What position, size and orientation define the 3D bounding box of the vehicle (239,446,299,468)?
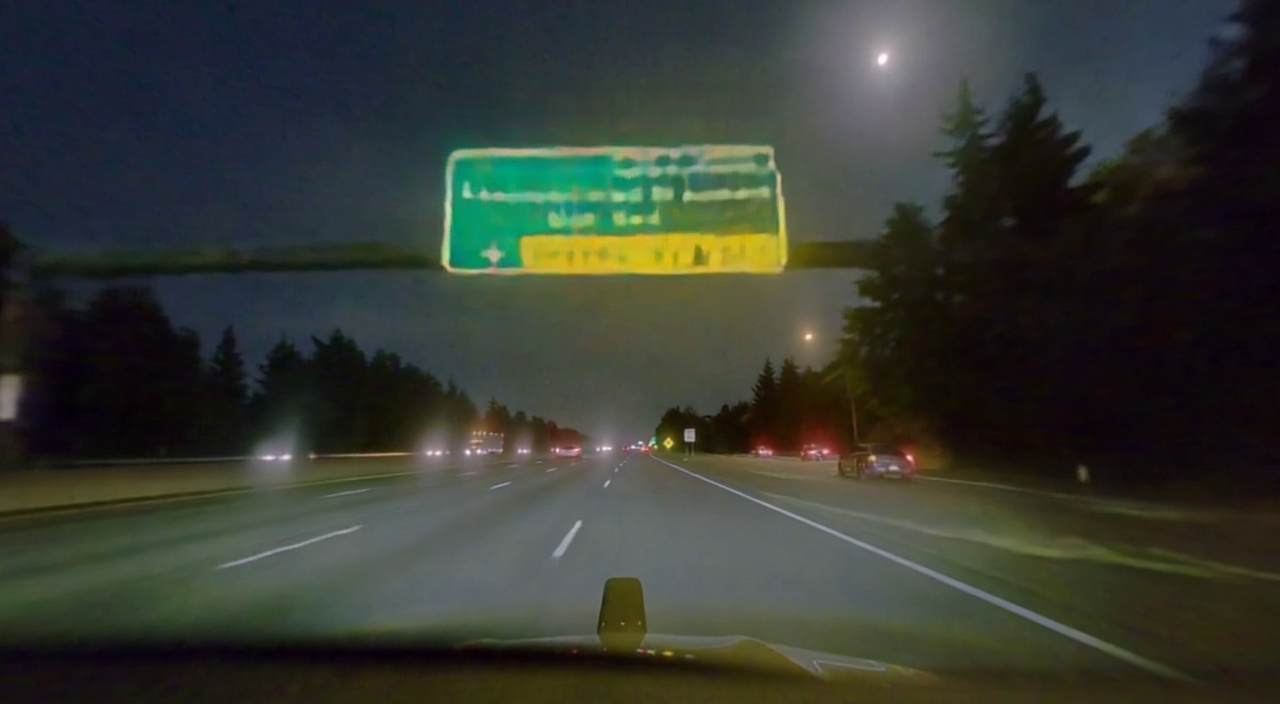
[{"bbox_3d":[-27.144,7.704,46.264,1.830,1.555,4.277,0,-9,0],"label":"vehicle"}]
